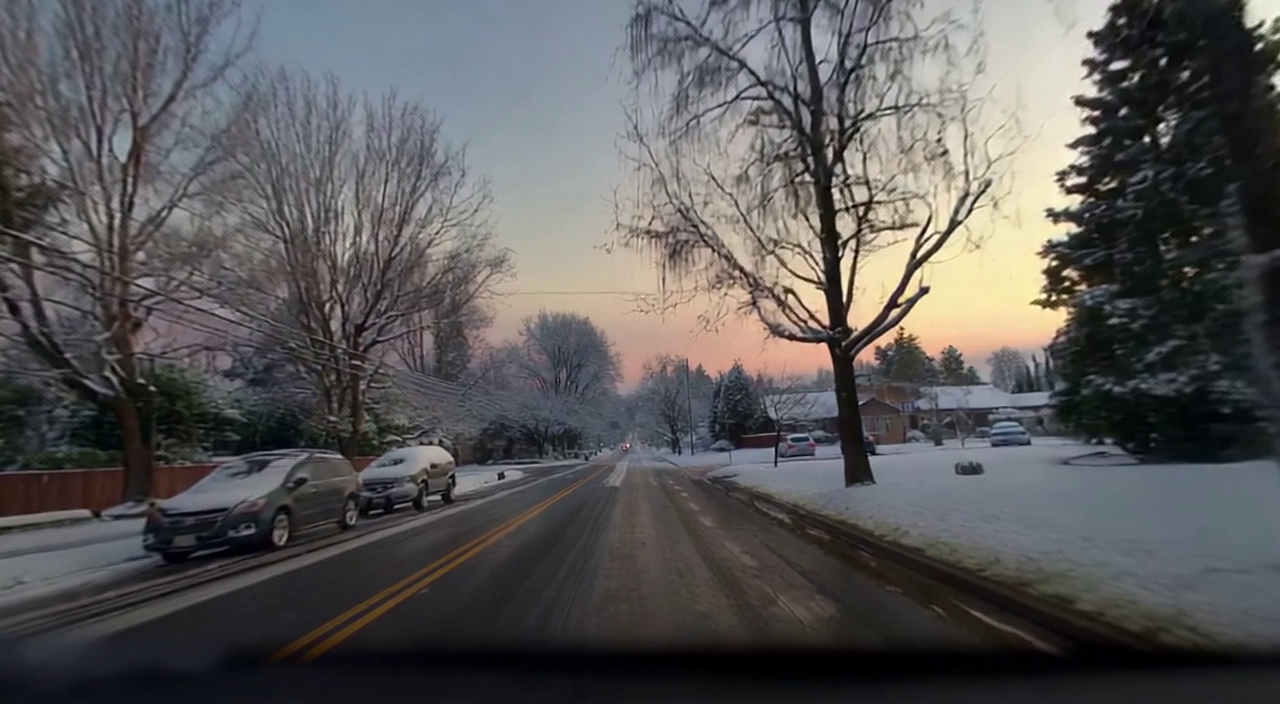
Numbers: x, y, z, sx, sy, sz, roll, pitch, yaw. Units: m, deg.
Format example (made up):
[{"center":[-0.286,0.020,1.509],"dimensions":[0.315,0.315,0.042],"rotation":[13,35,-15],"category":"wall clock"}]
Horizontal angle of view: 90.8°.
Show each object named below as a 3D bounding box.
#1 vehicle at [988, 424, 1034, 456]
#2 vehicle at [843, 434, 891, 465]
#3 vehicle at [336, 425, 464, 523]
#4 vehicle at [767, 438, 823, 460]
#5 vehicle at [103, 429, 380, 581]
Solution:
[{"center":[21.687,5.163,37.066],"dimensions":[1.956,1.632,3.922],"rotation":[-9,-11,27],"category":"vehicle"},{"center":[13.690,5.862,37.912],"dimensions":[1.860,1.697,4.292],"rotation":[-5,-10,30],"category":"vehicle"},{"center":[-6.872,3.523,18.601],"dimensions":[2.057,2.317,4.386],"rotation":[-6,-10,-1],"category":"vehicle"},{"center":[9.260,5.855,38.106],"dimensions":[1.922,1.263,4.664],"rotation":[0,-9,-3],"category":"vehicle"},{"center":[-6.967,2.699,11.867],"dimensions":[2.173,2.020,4.770],"rotation":[-6,-10,-1],"category":"vehicle"}]
